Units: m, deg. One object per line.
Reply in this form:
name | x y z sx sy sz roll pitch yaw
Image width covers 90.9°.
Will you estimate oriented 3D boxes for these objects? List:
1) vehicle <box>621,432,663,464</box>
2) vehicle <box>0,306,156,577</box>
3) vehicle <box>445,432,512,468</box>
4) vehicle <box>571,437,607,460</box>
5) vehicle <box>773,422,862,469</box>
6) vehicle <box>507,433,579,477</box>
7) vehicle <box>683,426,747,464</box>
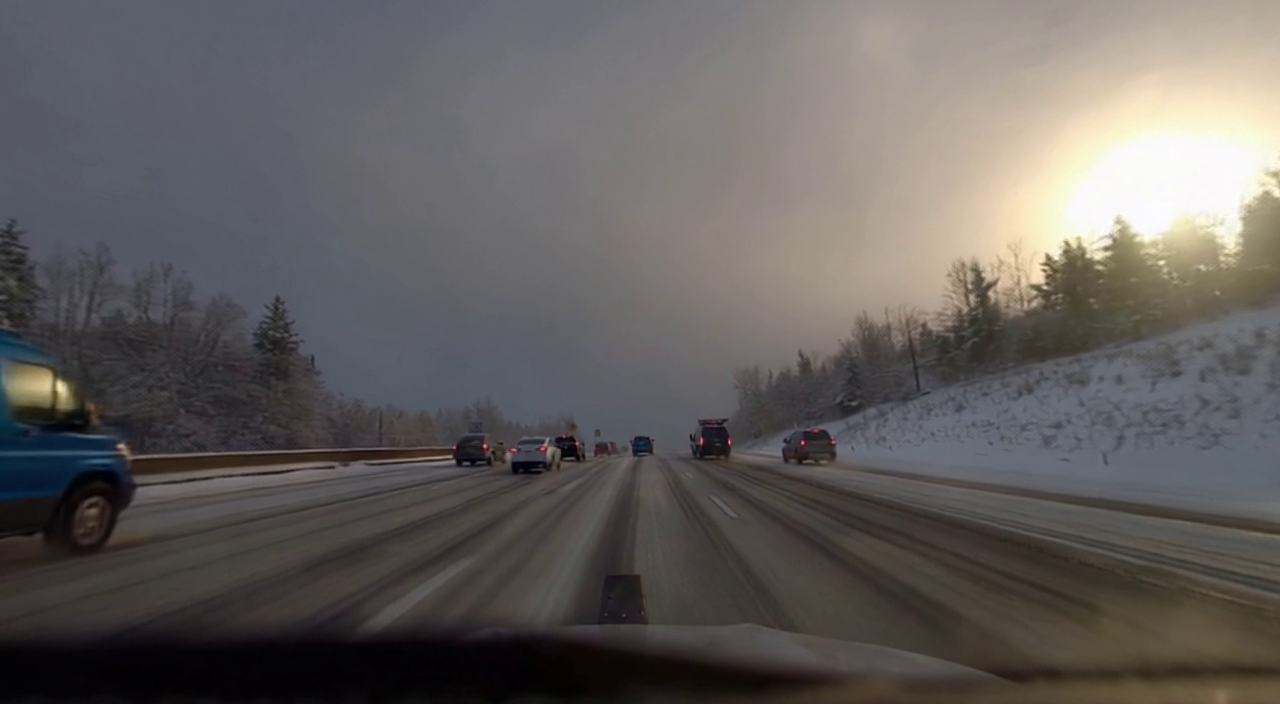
vehicle | 0.126 5.163 34.085 2.115 1.617 4.102 0 -8 1
vehicle | -7.637 0.711 5.041 2.336 2.708 6.421 0 -8 0
vehicle | -7.652 4.691 30.312 1.961 1.562 4.301 0 -8 1
vehicle | -3.390 6.515 42.742 1.987 1.466 4.341 0 -8 1
vehicle | 7.619 4.139 27.857 2.304 1.840 5.706 0 -8 0
vehicle | -3.501 3.790 23.465 1.970 1.483 4.071 0 -8 1
vehicle | 3.894 5.023 34.120 2.777 1.895 5.710 0 -8 0
